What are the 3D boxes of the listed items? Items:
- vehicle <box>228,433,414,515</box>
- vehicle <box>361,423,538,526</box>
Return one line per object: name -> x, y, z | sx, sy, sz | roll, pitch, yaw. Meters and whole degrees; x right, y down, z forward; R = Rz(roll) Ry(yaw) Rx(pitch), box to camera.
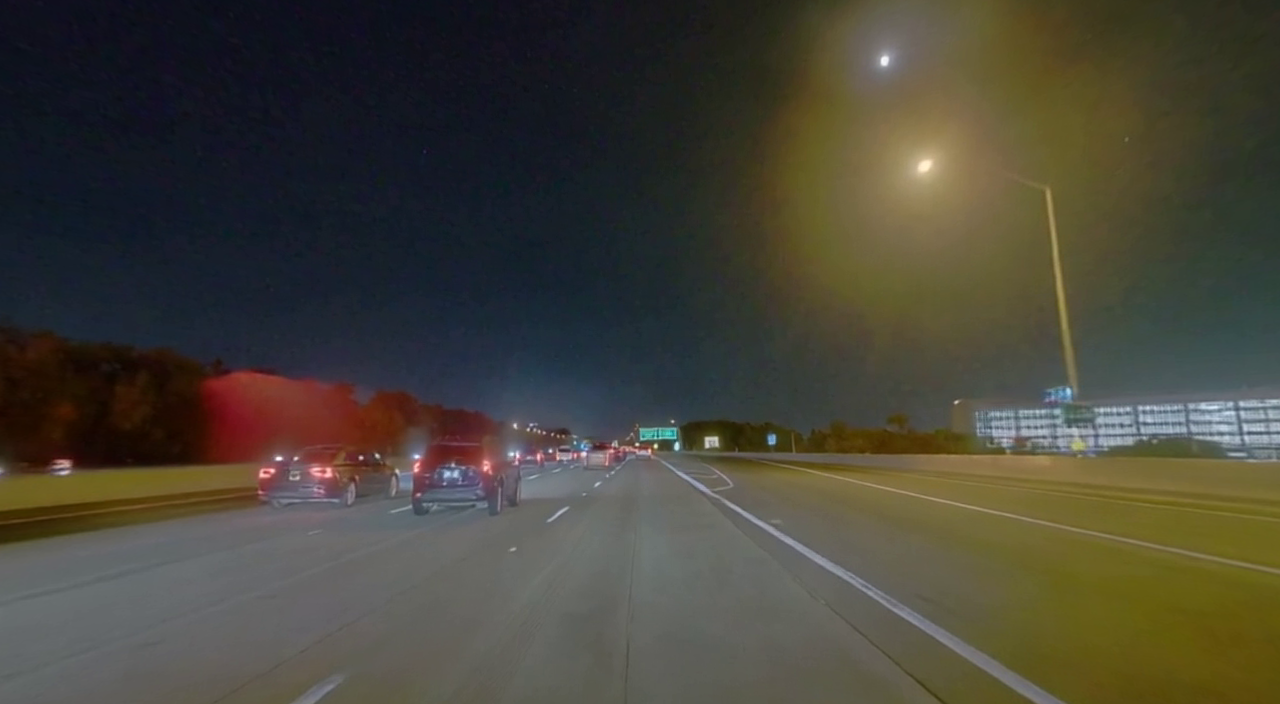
vehicle -> -7.425, 2.878, 15.327 | 2.071, 1.661, 4.540 | 0, -9, 1
vehicle -> -3.570, 2.405, 12.843 | 2.158, 1.717, 4.375 | -1, -9, 1
